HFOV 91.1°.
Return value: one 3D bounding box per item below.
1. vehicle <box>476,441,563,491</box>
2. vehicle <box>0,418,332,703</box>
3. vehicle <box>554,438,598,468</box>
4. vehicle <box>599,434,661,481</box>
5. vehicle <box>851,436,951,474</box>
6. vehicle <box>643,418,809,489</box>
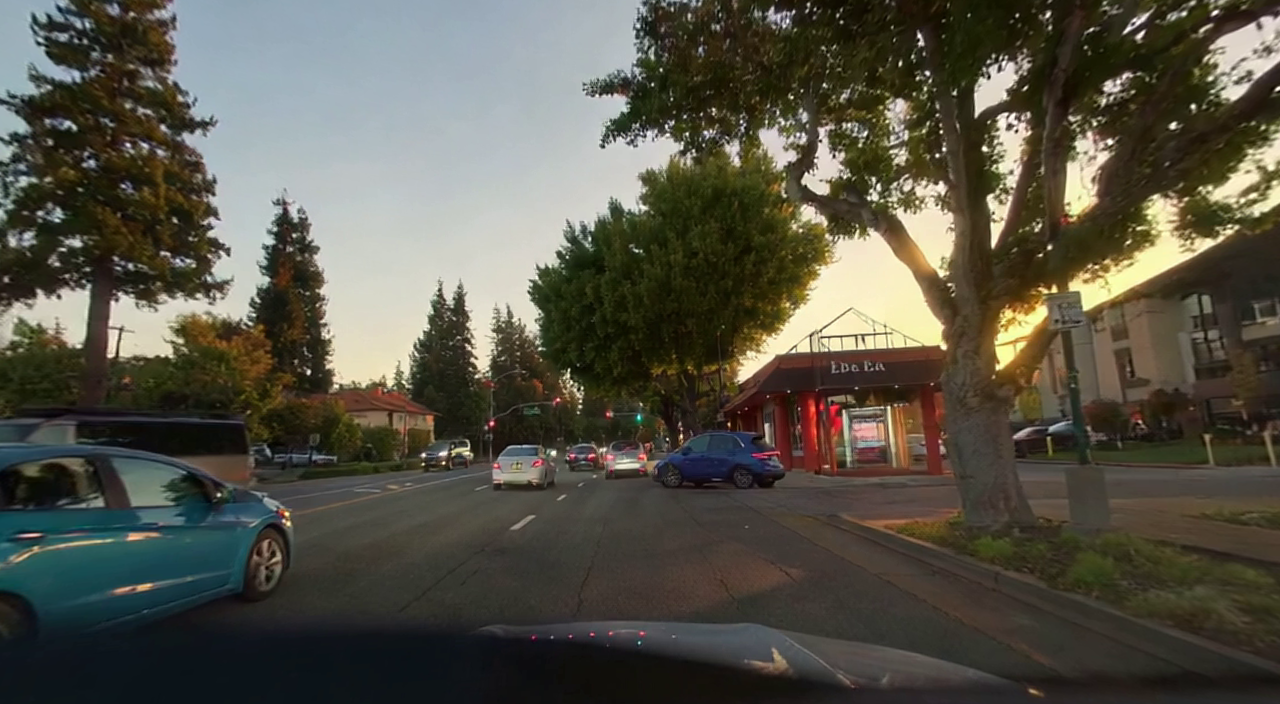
[{"bbox_3d":[-3.825,3.709,20.731,2.042,1.470,4.123,0,-9,0],"label":"vehicle"},{"bbox_3d":[-4.048,1.198,3.930,2.026,1.466,4.282,0,-8,0],"label":"vehicle"},{"bbox_3d":[-3.725,5.983,37.219,2.053,1.652,3.873,0,-9,2],"label":"vehicle"},{"bbox_3d":[-0.315,4.084,24.453,2.206,1.666,3.912,0,-8,1],"label":"vehicle"},{"bbox_3d":[12.326,4.893,29.832,3.871,1.525,1.835,-3,-10,0],"label":"vehicle"},{"bbox_3d":[2.639,3.117,19.413,4.642,1.955,2.052,-4,-9,23],"label":"vehicle"}]
